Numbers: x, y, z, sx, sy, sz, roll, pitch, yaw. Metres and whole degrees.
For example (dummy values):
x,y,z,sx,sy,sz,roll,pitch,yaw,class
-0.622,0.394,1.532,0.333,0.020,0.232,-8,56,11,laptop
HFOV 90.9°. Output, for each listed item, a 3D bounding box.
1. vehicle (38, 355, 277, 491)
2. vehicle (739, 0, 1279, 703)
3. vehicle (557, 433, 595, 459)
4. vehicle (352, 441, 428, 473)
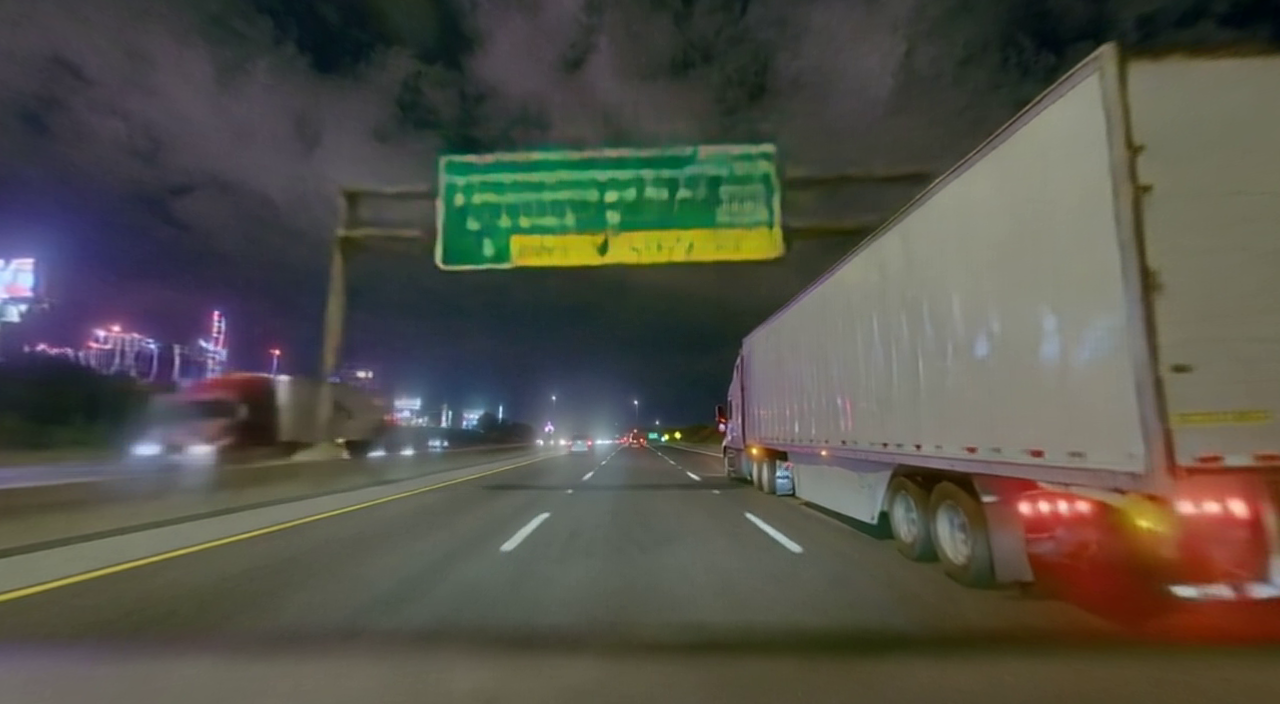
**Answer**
x,y,z,sx,sy,sz,roll,pitch,yaw,class
-15.515,2.401,21.050,3.132,3.881,5.928,0,-8,-1,vehicle
3.914,0.529,8.765,2.871,3.815,11.331,0,-8,-2,vehicle
-3.732,5.535,37.318,1.930,1.484,3.849,0,-8,-1,vehicle
-11.798,4.950,30.031,2.053,1.404,4.032,0,-8,-1,vehicle
